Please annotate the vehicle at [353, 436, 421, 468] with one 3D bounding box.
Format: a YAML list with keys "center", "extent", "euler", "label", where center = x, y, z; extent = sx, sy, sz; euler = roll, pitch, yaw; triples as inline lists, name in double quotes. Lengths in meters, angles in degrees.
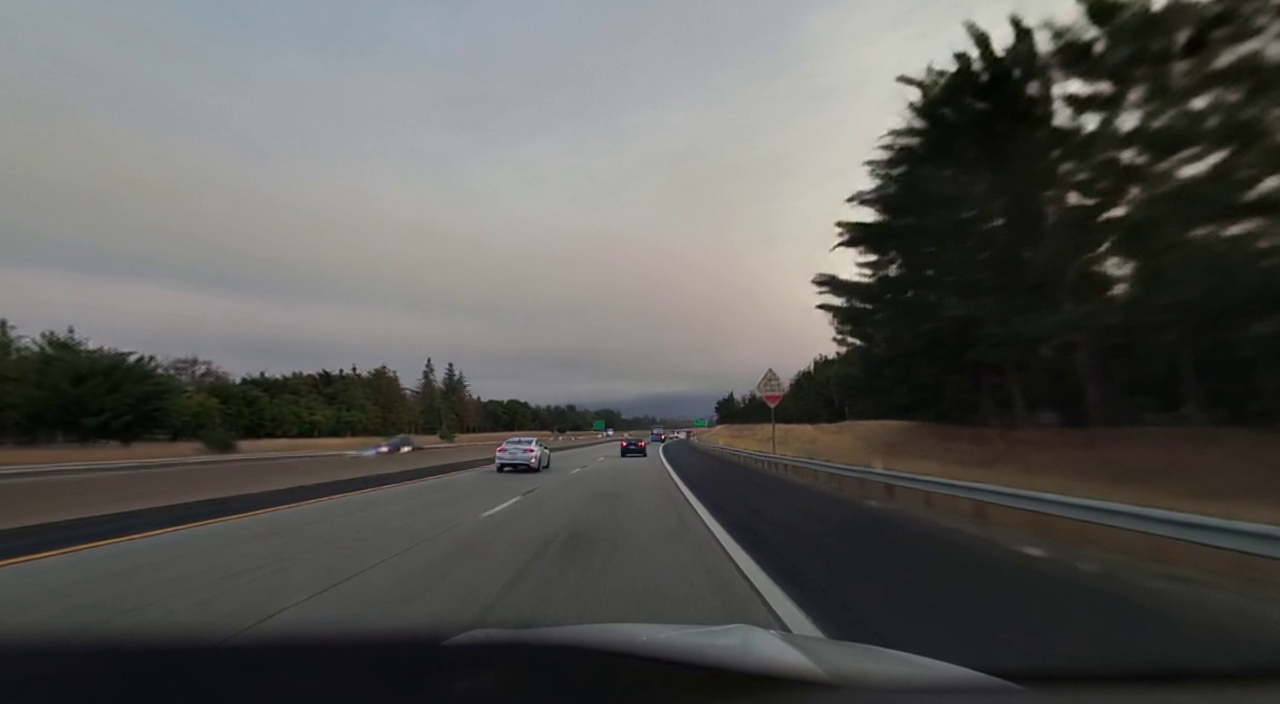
- center: [-13.425, 5.330, 33.671]
  extent: [1.953, 1.575, 4.181]
  euler: [-1, -8, 0]
  label: "vehicle"

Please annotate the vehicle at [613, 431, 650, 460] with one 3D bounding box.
- center: [-0.531, 5.706, 38.296]
  extent: [2.146, 1.636, 4.026]
  euler: [0, -8, -1]
  label: "vehicle"

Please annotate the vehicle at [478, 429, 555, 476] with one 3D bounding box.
- center: [-4.760, 3.939, 24.894]
  extent: [2.075, 1.653, 4.317]
  euler: [-1, -8, 1]
  label: "vehicle"
